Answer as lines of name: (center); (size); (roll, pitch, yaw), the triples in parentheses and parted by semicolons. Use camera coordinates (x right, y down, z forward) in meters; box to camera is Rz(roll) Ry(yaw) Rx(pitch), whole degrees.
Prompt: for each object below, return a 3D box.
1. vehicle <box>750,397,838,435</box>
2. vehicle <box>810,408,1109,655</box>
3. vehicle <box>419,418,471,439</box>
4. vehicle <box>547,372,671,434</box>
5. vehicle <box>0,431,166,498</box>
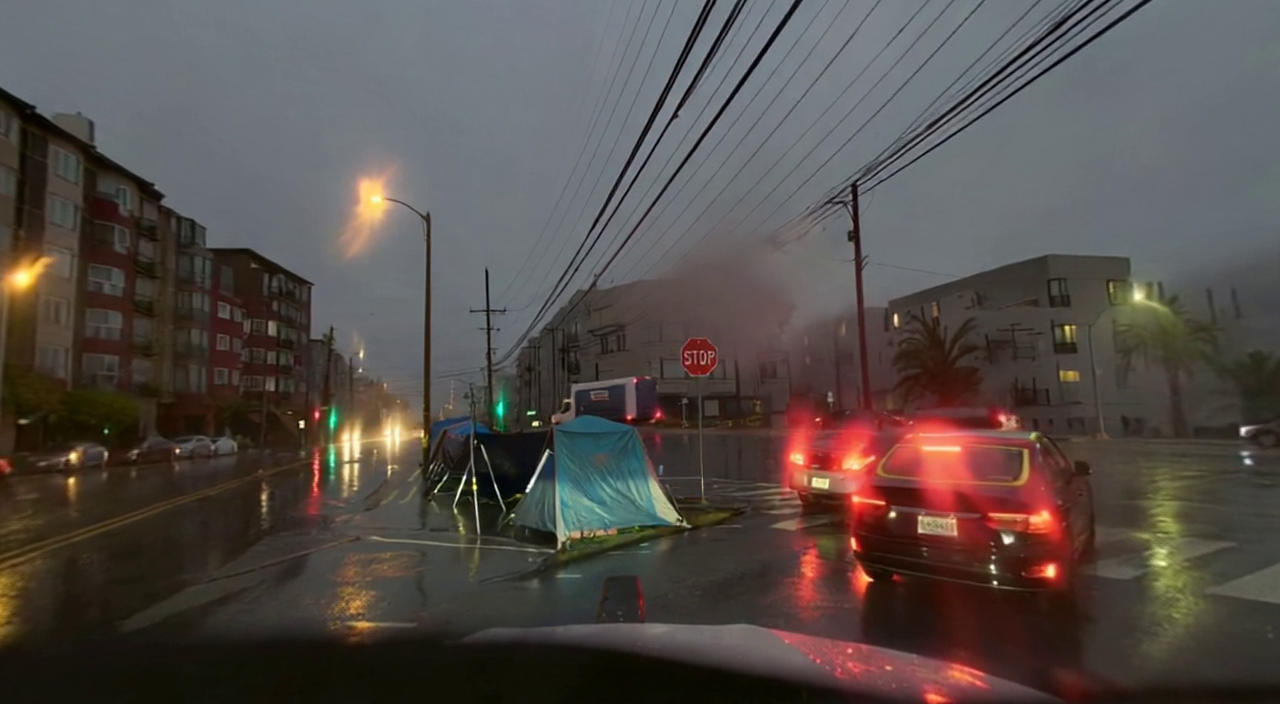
vehicle: (8.225, 3.514, 34.029); (1.805, 1.694, 4.214); (10, -15, -44)
vehicle: (3.406, 1.544, 6.595); (1.945, 1.647, 4.160); (-6, -10, 32)
vehicle: (-15.259, 5.997, 49.269); (2.089, 1.506, 4.641); (7, -11, -41)
vehicle: (-1.876, 3.023, 35.528); (7.172, 3.075, 2.584); (-7, -10, 41)
vehicle: (-17.194, 3.463, 19.918); (2.054, 1.800, 5.212); (3, -9, -20)
